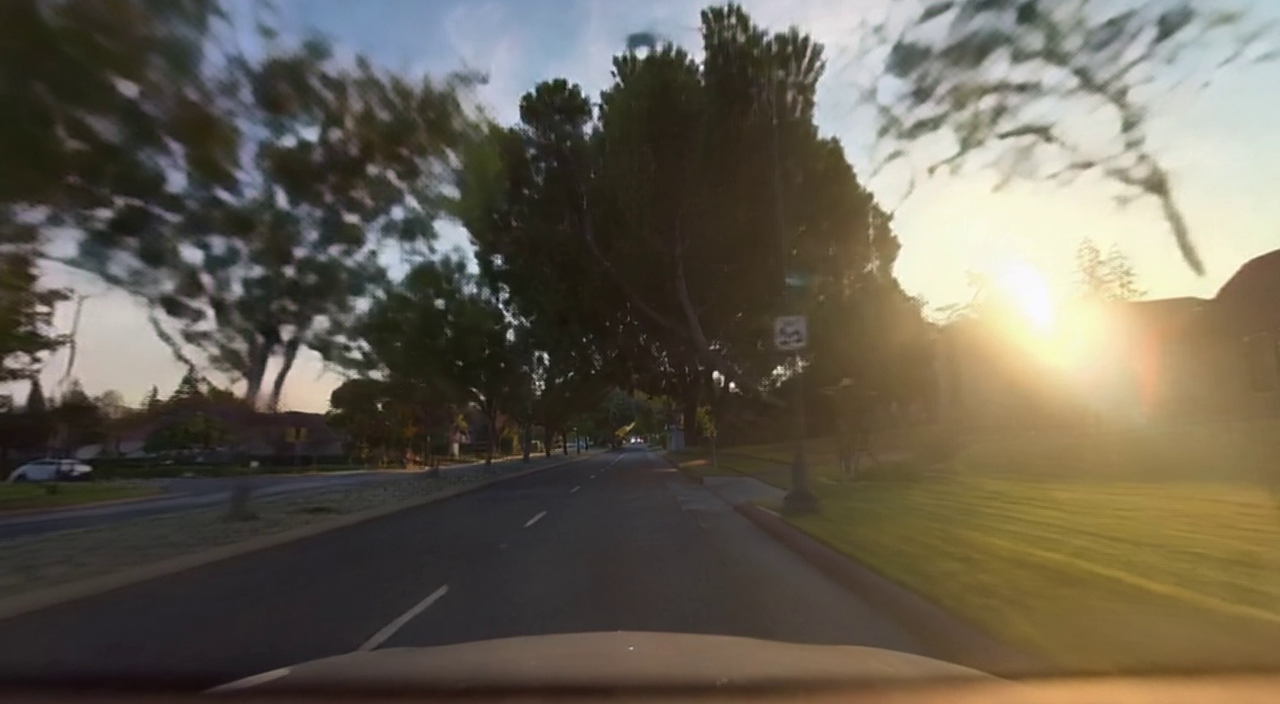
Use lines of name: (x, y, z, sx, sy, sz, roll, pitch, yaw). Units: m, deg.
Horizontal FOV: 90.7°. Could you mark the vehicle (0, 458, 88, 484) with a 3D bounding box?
vehicle: (-36.436, 7.188, 38.346, 4.213, 1.431, 1.812, 0, -8, -1)
